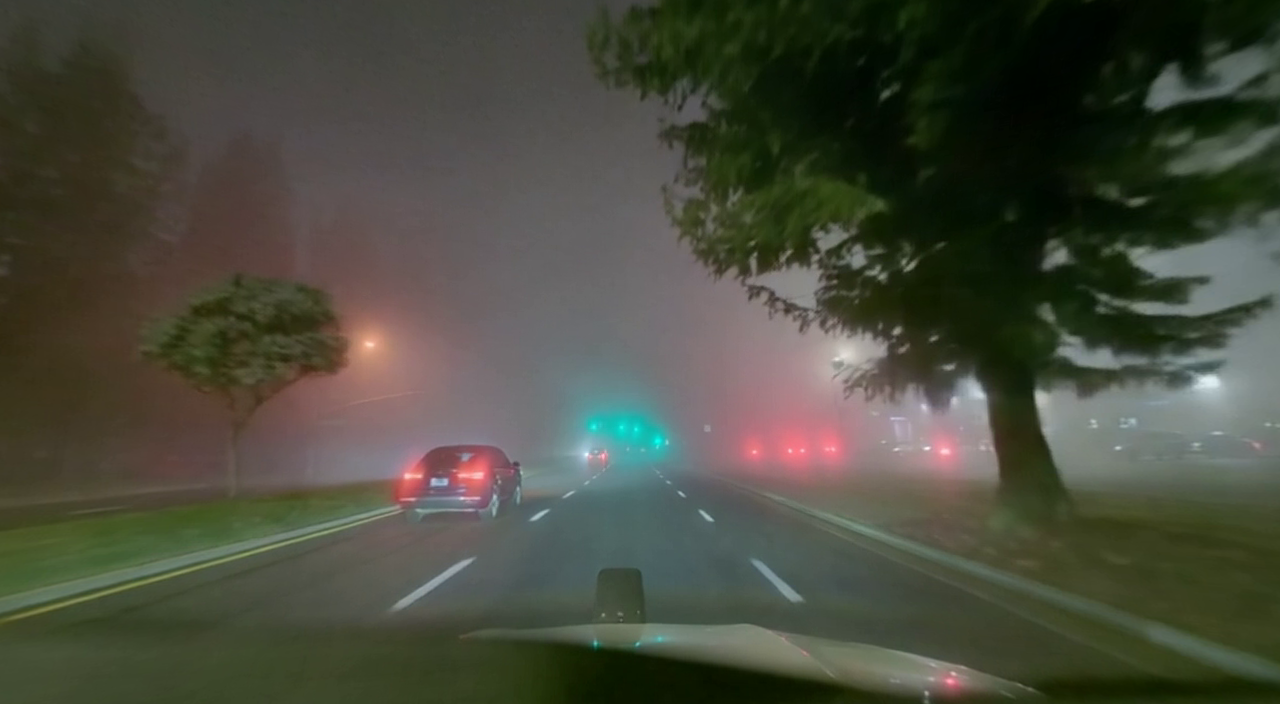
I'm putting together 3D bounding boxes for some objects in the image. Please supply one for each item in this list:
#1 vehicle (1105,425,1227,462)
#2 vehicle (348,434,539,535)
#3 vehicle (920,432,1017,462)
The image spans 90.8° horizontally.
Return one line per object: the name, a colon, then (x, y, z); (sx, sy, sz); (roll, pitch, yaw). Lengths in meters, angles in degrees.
vehicle: (27.187, 4.783, 32.927); (1.837, 1.720, 4.764); (1, -9, -7)
vehicle: (-3.358, 2.373, 12.017); (2.011, 1.498, 4.914); (0, -9, 1)
vehicle: (19.308, 5.621, 37.241); (4.465, 1.587, 2.178); (0, -11, -7)
